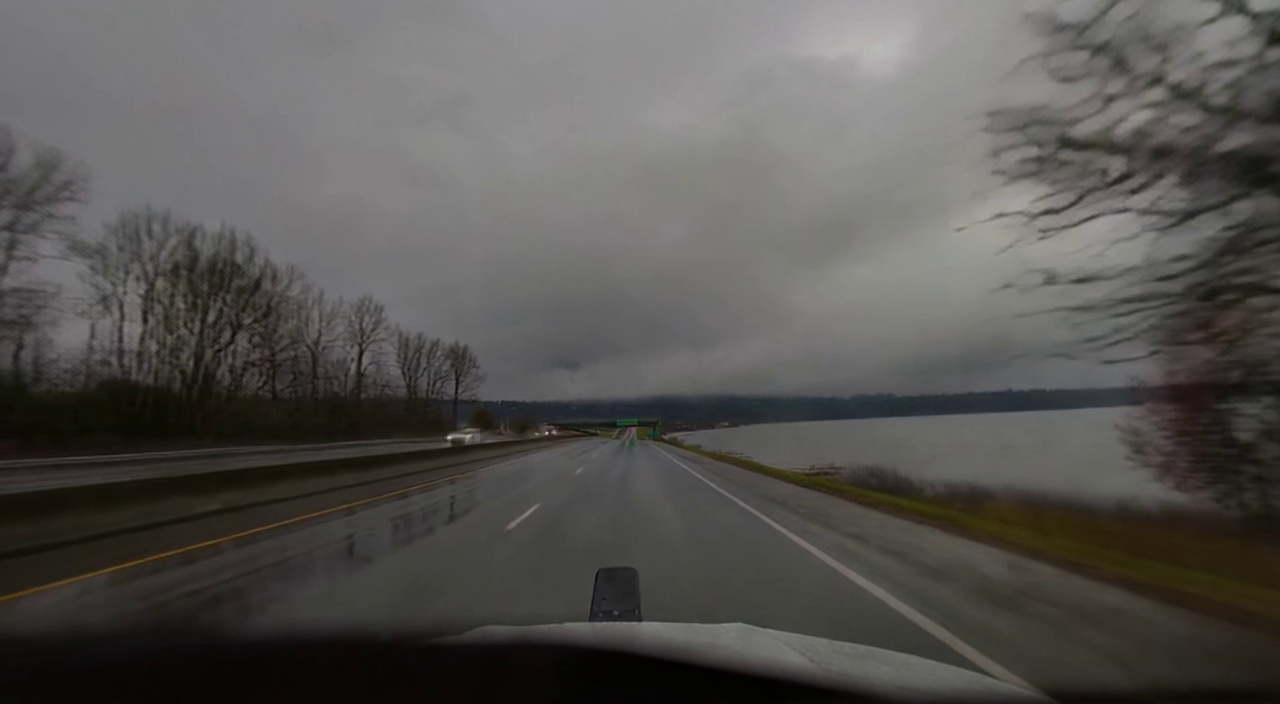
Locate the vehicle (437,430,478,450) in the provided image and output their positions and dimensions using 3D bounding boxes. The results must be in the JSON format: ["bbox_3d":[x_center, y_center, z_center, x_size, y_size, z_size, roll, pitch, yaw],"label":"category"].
[{"bbox_3d":[-14.356,6.936,49.719,1.892,1.508,4.530,0,-8,0],"label":"vehicle"}]
